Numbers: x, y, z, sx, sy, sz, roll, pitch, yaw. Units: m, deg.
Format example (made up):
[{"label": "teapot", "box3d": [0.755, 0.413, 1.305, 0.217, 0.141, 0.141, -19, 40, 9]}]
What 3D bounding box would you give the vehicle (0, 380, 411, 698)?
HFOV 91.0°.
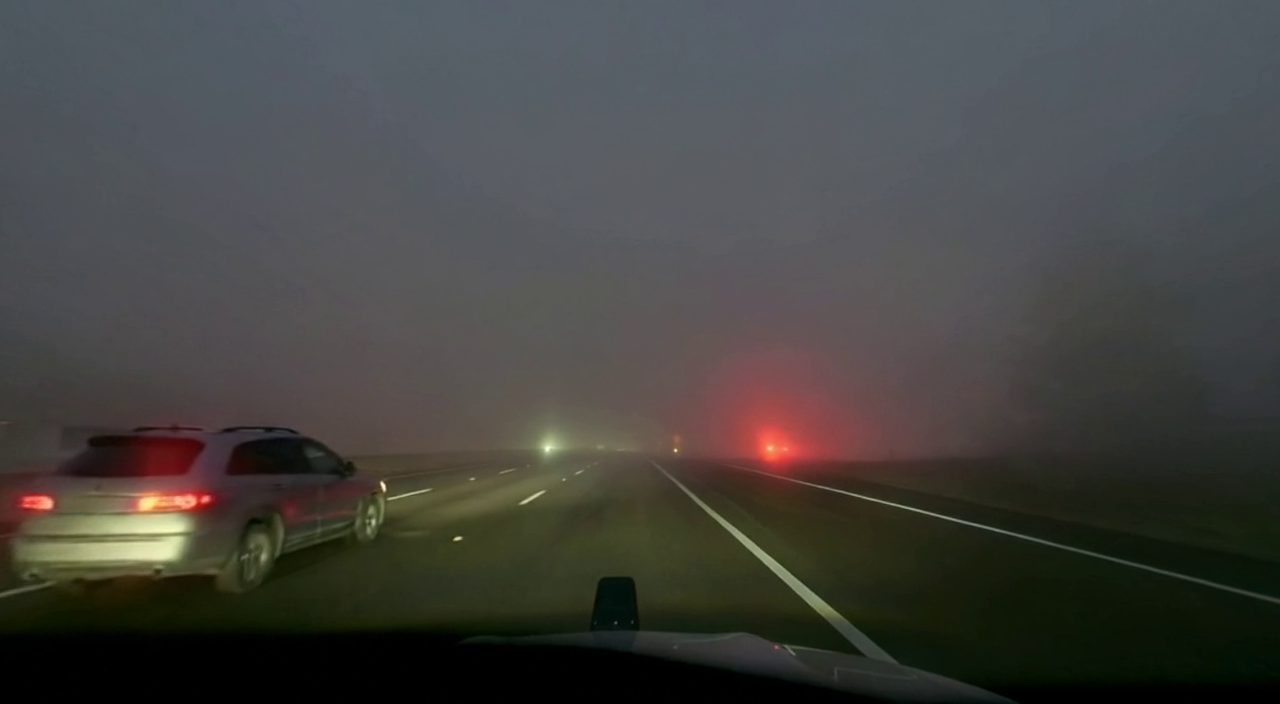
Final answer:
[{"label": "vehicle", "box3d": [-4.177, 1.341, 5.910, 2.200, 1.662, 5.091, 0, -8, -1]}]
